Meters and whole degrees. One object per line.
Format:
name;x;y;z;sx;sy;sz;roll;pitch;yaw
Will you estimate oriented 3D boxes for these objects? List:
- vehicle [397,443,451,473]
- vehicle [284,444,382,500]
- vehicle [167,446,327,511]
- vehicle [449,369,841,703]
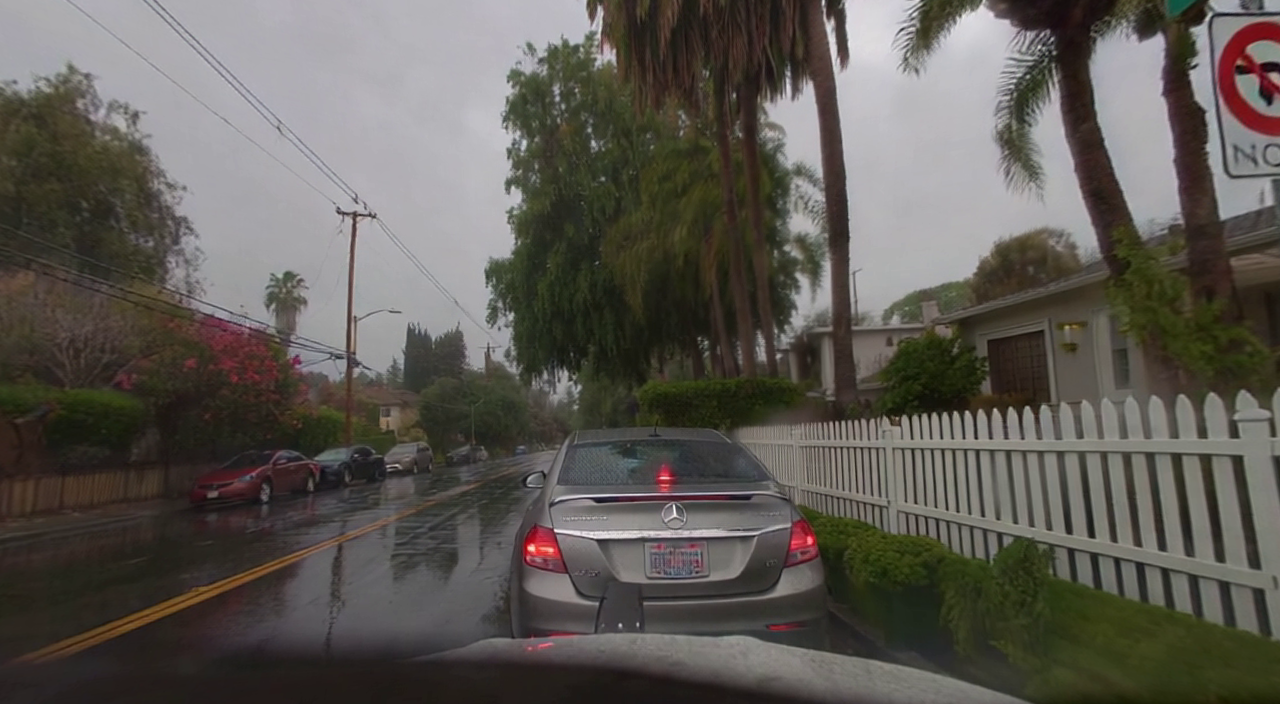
vehicle;-13.164;6.466;38.706;2.060;1.689;4.999;1;-8;-7
vehicle;-12.151;4.709;25.273;2.048;1.485;4.757;-4;-4;-7
vehicle;-11.399;3.654;18.804;2.017;1.627;5.039;1;-8;-7
vehicle;-0.135;1.214;5.005;1.894;1.695;3.795;1;-8;-6
